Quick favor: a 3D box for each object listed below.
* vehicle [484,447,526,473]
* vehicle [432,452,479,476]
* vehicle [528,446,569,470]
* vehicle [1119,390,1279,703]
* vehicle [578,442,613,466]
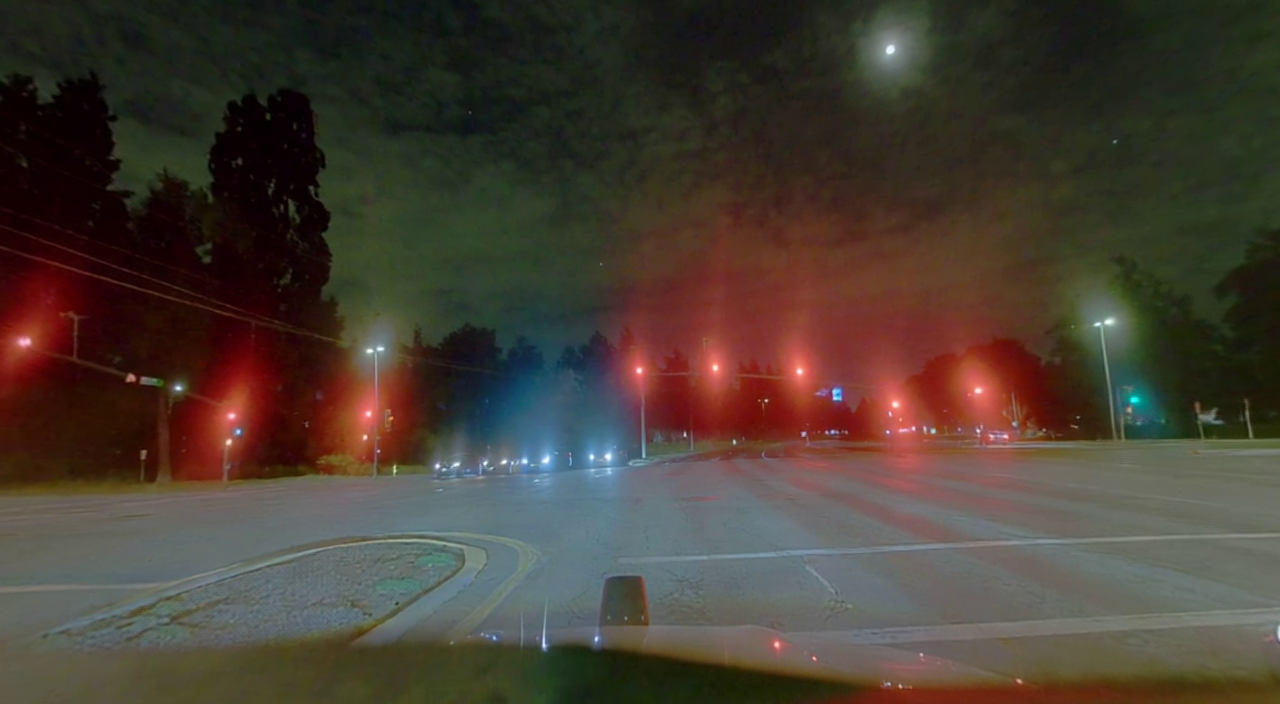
[{"bbox_3d":[-9.770,7.837,45.937,2.064,1.725,4.243,0,-9,1],"label":"vehicle"},{"bbox_3d":[-13.386,8.115,45.985,2.101,1.637,4.304,0,-9,1],"label":"vehicle"},{"bbox_3d":[-6.535,7.608,45.495,2.126,1.657,4.307,-1,-9,2],"label":"vehicle"},{"bbox_3d":[3.060,0.614,0.422,1.978,1.468,4.544,0,-9,1],"label":"vehicle"},{"bbox_3d":[-3.429,8.000,49.529,2.215,1.732,4.684,-1,-9,3],"label":"vehicle"}]
